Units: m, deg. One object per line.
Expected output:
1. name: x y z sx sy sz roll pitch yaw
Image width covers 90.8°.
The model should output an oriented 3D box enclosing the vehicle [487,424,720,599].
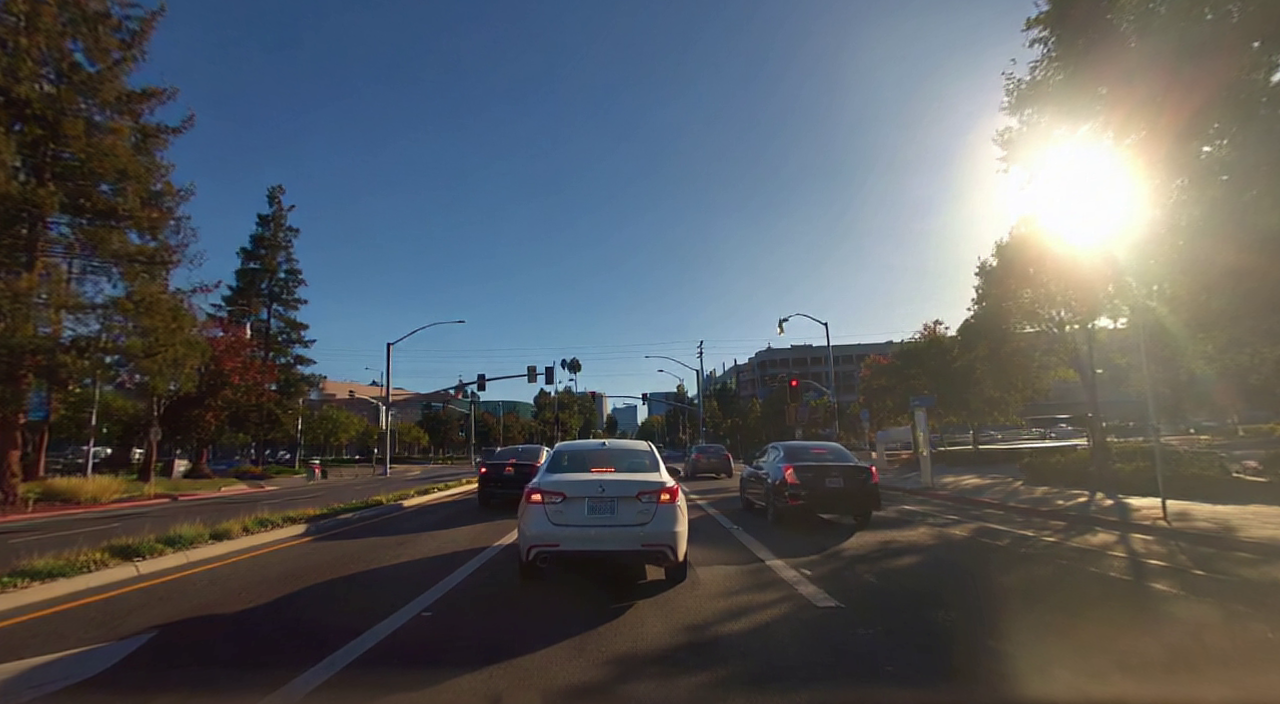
1. vehicle: -0.343 1.646 7.292 2.006 1.487 3.535 0 -9 -1

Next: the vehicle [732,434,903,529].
1. vehicle: 3.133 2.379 12.188 1.910 1.474 4.263 0 -9 -2
